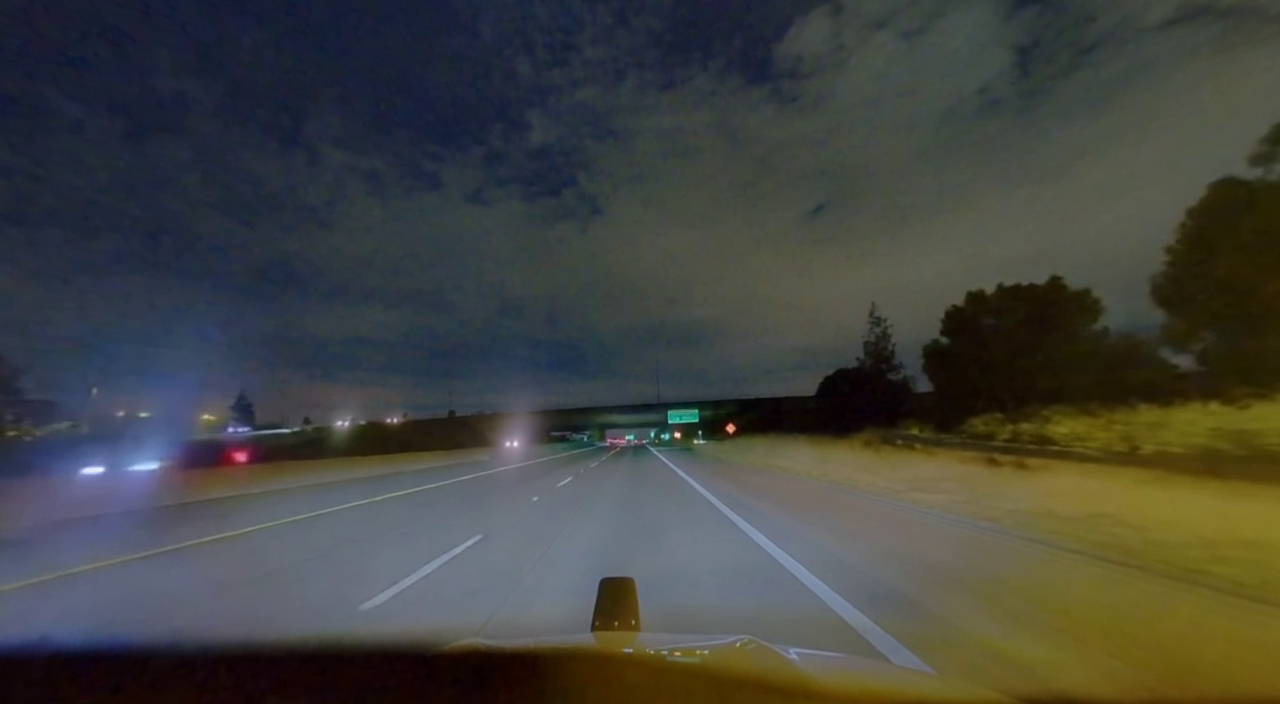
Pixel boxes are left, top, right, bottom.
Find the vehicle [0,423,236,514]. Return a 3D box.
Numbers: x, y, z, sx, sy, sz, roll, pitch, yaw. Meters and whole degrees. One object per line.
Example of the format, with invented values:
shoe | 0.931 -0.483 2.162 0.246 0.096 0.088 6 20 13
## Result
vehicle | -11.896 2.576 14.537 2.179 1.752 4.402 0 -8 0
